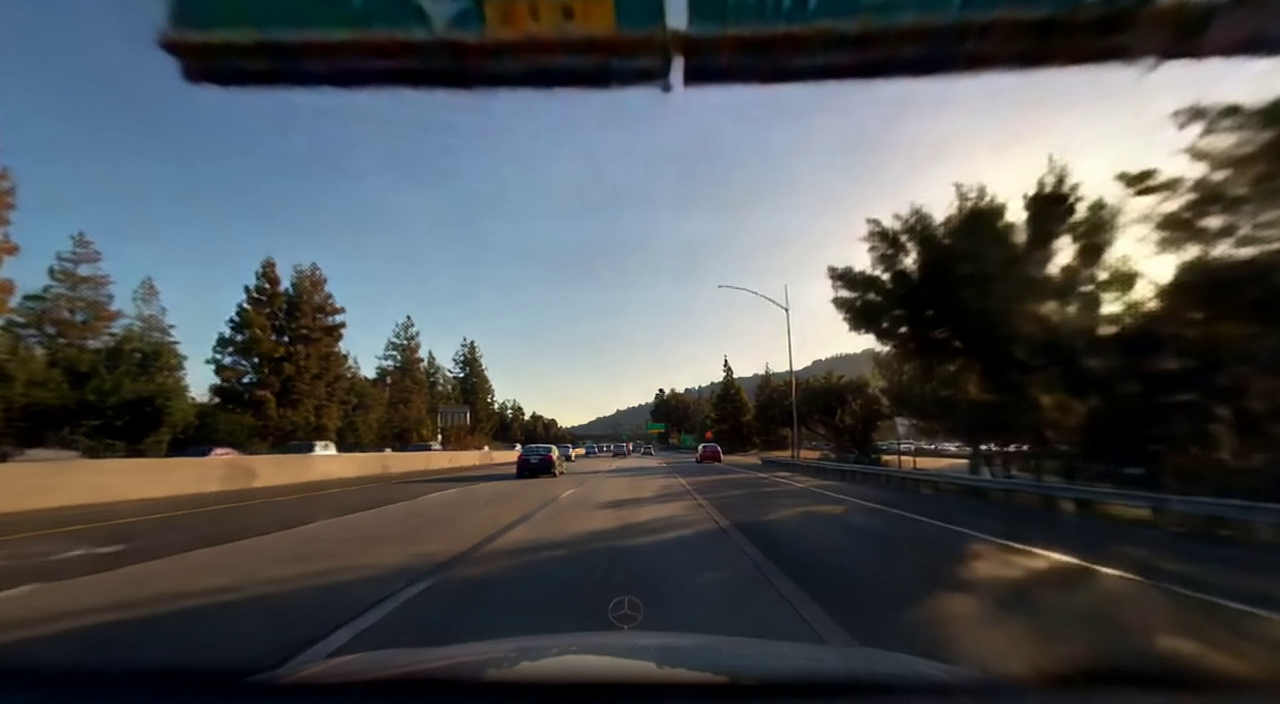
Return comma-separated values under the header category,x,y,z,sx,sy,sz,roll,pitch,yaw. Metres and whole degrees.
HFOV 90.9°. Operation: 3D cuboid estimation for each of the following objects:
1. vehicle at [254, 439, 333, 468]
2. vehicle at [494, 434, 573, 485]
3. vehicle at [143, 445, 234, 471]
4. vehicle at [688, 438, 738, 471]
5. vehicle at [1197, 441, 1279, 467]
category,x,y,z,sx,sy,sz,roll,pitch,yaw
vehicle,-23.927,7.002,43.860,2.164,1.876,5.764,0,-8,1
vehicle,-3.962,4.066,24.199,2.196,1.733,4.355,0,-8,1
vehicle,-31.603,7.413,44.409,2.124,1.653,5.613,0,-8,2
vehicle,3.928,5.639,34.880,2.229,1.704,4.392,0,-8,0
vehicle,42.924,7.219,44.834,1.903,1.707,4.655,1,-8,-10
